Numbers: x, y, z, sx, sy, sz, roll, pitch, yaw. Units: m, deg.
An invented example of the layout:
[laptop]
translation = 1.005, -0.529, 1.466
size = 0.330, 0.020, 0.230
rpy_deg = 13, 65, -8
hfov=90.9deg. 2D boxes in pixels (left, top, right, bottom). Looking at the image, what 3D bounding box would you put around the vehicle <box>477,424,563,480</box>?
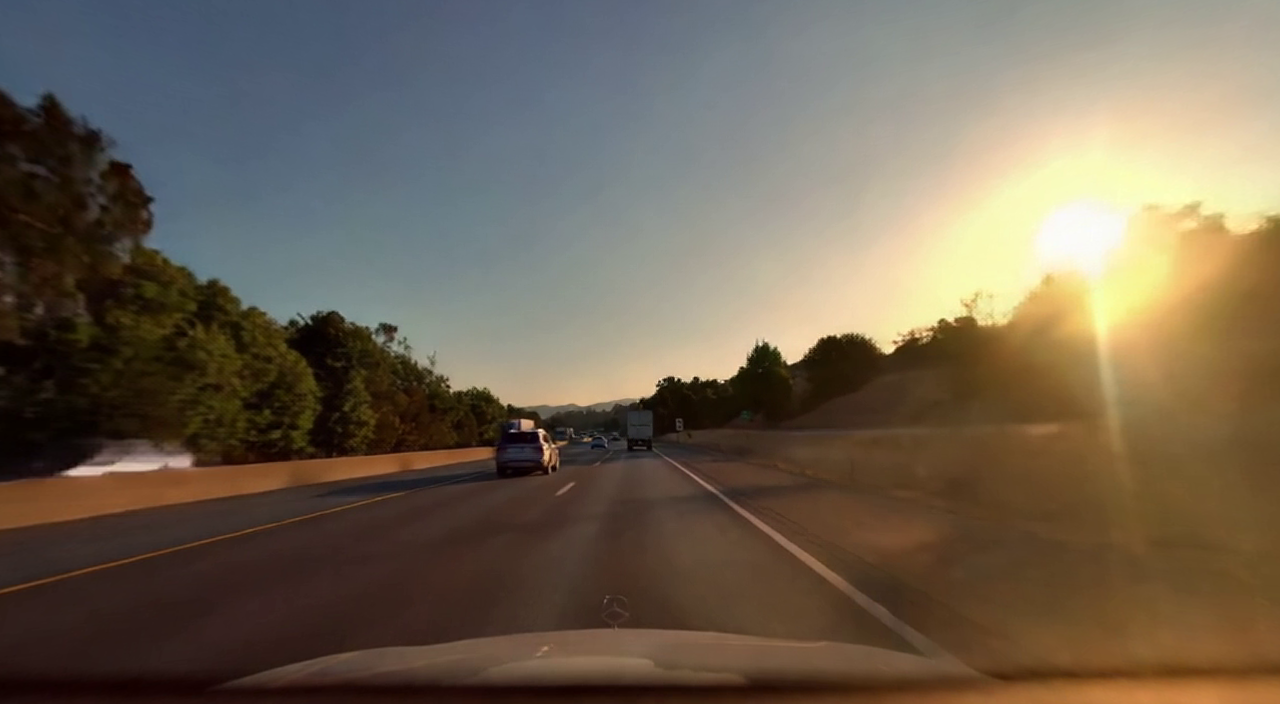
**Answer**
[vehicle]
translation = -3.863, 3.282, 21.063
size = 2.045, 1.655, 4.301
rpy_deg = 0, -8, 0
